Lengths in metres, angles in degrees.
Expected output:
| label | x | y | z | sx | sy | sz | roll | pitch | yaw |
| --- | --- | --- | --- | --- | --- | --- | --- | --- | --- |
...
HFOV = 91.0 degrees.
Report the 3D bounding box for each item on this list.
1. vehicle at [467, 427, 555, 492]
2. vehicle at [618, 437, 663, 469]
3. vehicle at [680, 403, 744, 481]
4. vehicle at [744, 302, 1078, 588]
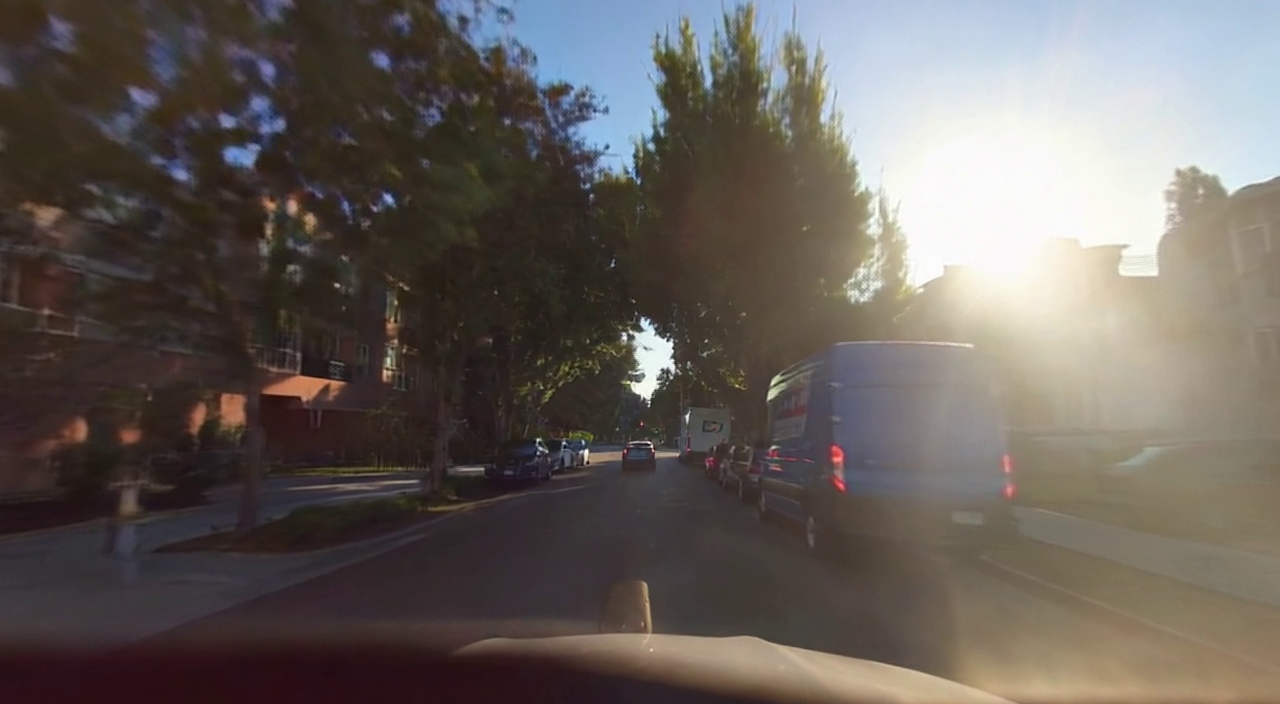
| label | x | y | z | sx | sy | sz | roll | pitch | yaw |
| --- | --- | --- | --- | --- | --- | --- | --- | --- | --- |
| vehicle | -4.062 | 3.401 | 20.526 | 1.951 | 1.662 | 4.046 | 1 | -4 | 1 |
| vehicle | 0.099 | 4.958 | 31.141 | 2.095 | 1.510 | 3.605 | 0 | -8 | 2 |
| vehicle | 3.197 | 4.000 | 29.450 | 2.489 | 3.082 | 6.627 | 0 | -4 | 2 |
| vehicle | 3.139 | 1.289 | 9.175 | 2.245 | 2.843 | 5.762 | 0 | -8 | 0 |
